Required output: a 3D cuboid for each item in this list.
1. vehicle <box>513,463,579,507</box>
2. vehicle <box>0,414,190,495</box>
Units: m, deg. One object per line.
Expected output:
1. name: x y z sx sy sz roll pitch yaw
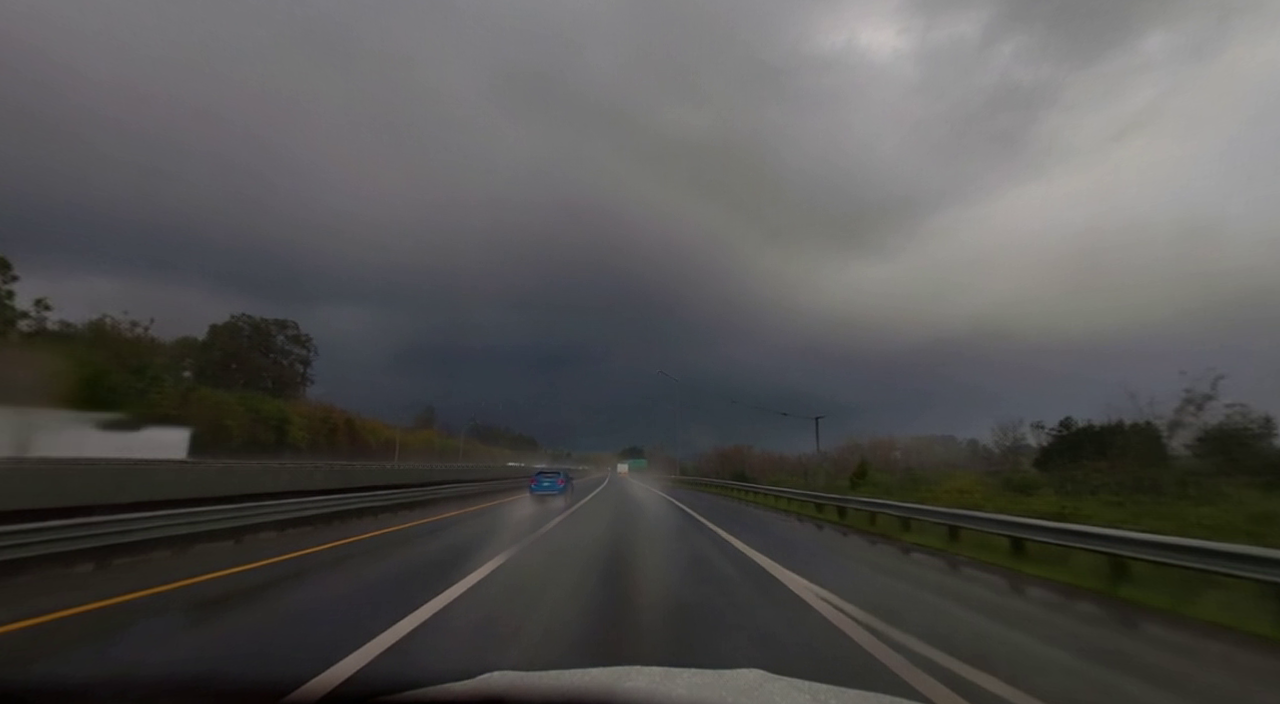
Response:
1. vehicle: -3.640 5.238 25.120 1.967 1.556 4.364 1 -10 0
2. vehicle: -29.937 5.500 33.218 2.779 3.484 14.467 1 -11 -4
